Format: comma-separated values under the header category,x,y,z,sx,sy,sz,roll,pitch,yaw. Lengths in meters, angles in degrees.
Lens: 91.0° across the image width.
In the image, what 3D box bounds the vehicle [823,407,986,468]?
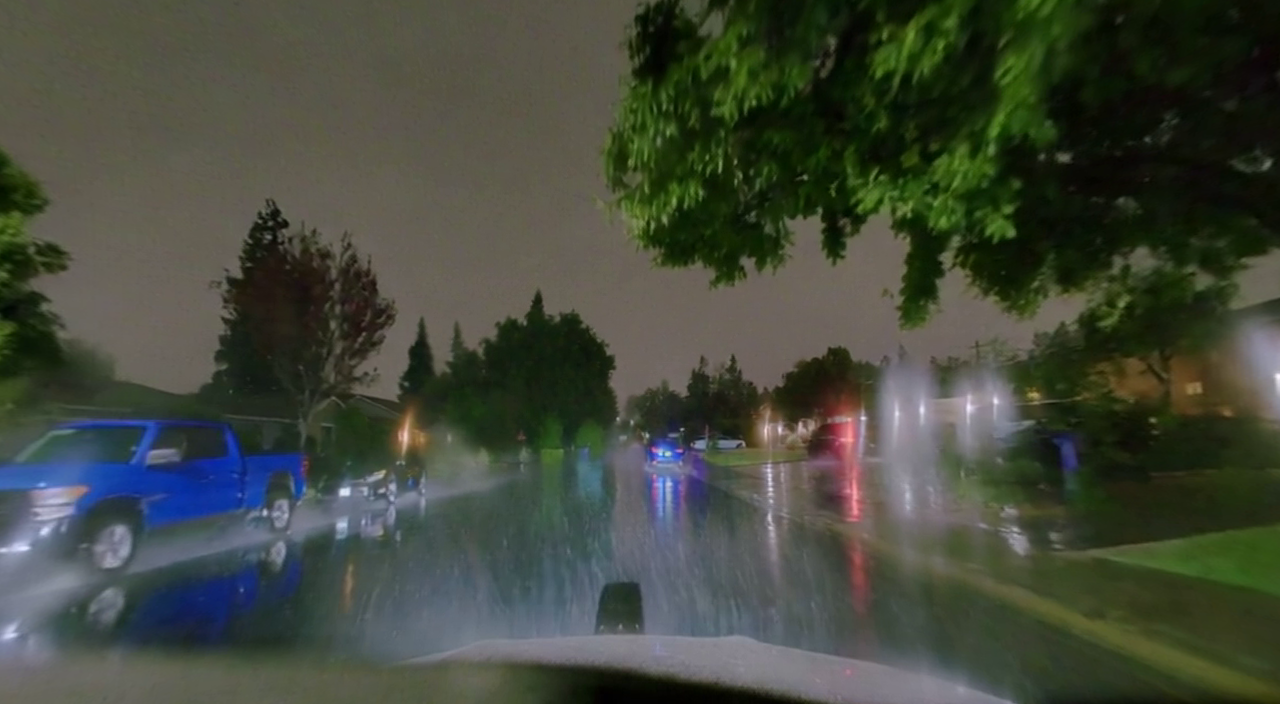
category,x,y,z,sx,sy,sz,roll,pitch,yaw
vehicle,9.936,3.278,23.973,5.097,1.824,2.113,-4,-8,-2

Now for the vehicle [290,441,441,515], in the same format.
category,x,y,z,sx,sy,sz,roll,pitch,yaw
vehicle,-6.852,3.155,16.364,1.995,1.608,4.596,0,-9,-2

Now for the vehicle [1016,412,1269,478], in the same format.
category,x,y,z,sx,sy,sz,roll,pitch,yaw
vehicle,11.826,2.220,15.067,4.390,1.457,1.861,0,-9,1

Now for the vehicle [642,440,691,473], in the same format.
category,x,y,z,sx,sy,sz,roll,pitch,yaw
vehicle,1.219,5.110,31.098,2.006,1.494,4.211,1,-9,-3

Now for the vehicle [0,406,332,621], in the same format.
category,x,y,z,sx,sy,sz,roll,pitch,yaw
vehicle,-6.788,1.886,8.567,2.329,1.947,5.455,0,-9,1
